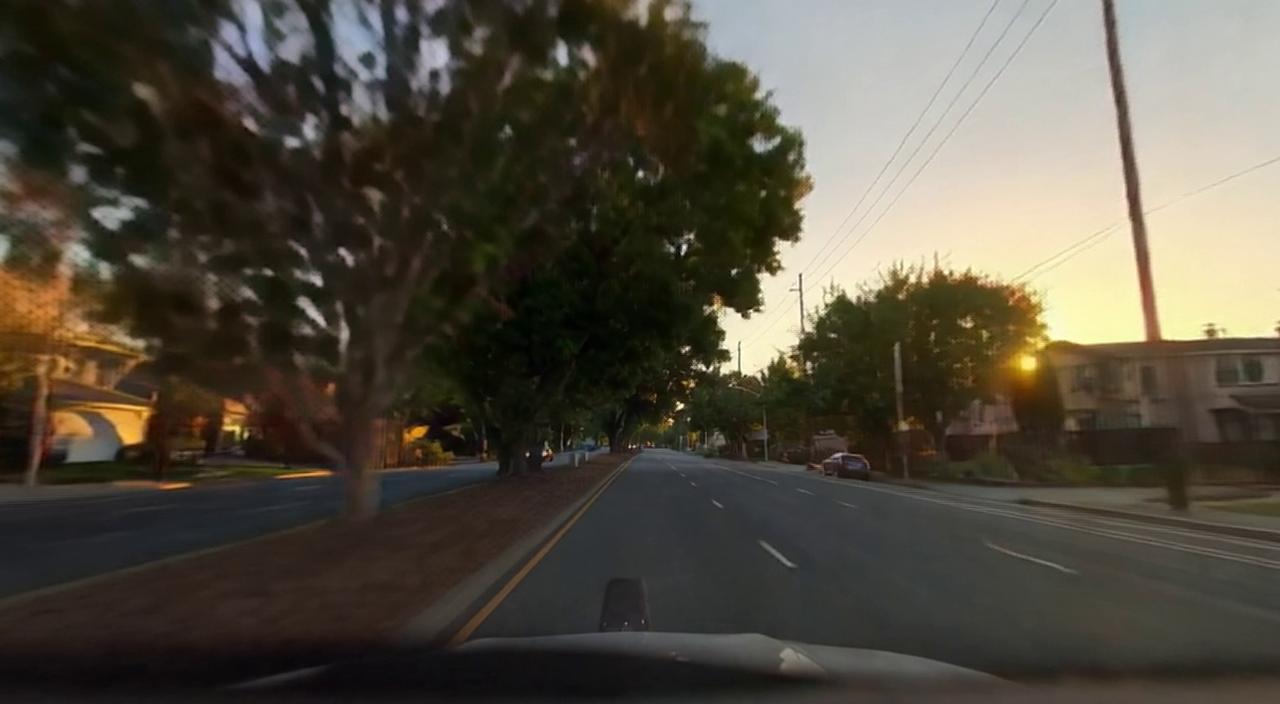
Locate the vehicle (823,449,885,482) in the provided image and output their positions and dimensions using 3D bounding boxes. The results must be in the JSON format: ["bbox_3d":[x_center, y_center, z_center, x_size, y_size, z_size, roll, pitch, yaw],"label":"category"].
[{"bbox_3d":[11.806,6.273,35.080,2.061,1.575,4.098,4,-8,1],"label":"vehicle"}]
